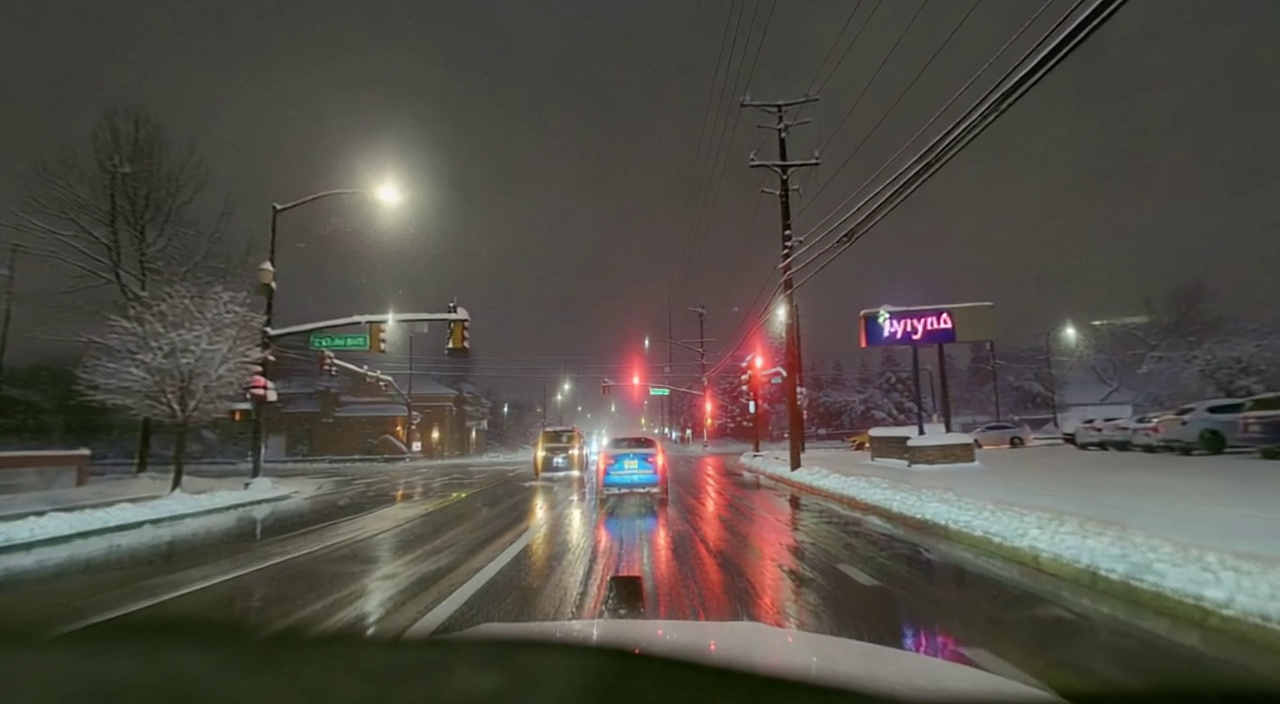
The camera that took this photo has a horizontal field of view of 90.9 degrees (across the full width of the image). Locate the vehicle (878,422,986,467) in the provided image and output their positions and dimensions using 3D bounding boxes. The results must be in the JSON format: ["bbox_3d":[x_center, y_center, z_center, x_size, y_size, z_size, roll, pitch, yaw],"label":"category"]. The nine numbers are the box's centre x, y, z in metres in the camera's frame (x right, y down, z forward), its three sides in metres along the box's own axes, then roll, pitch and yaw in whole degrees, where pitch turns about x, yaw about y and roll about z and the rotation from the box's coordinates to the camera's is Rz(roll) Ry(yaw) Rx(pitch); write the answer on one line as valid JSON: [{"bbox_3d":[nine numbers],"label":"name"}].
[{"bbox_3d":[10.410,3.361,22.877,1.888,1.455,4.268,0,-8,0],"label":"vehicle"}]

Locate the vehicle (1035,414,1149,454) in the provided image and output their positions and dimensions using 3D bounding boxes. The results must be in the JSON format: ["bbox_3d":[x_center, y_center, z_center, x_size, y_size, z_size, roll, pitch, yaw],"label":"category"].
[{"bbox_3d":[18.614,3.401,25.949,4.446,1.511,1.977,4,-10,-29],"label":"vehicle"}]

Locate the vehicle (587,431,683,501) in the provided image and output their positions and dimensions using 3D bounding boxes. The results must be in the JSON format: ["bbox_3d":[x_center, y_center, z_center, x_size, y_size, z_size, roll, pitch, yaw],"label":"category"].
[{"bbox_3d":[-0.185,2.770,15.727,2.070,1.481,4.216,0,-8,-2],"label":"vehicle"}]

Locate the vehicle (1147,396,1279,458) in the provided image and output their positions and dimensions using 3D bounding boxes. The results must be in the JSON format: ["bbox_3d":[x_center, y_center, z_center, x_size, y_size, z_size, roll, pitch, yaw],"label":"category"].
[{"bbox_3d":[19.299,2.454,20.705,4.261,1.752,2.151,1,-11,-23],"label":"vehicle"}]

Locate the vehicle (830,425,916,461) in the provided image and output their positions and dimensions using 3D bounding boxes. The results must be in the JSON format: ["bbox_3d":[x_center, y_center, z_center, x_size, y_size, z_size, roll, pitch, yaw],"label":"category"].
[{"bbox_3d":[10.532,4.176,28.885,1.842,1.471,4.481,1,-8,-6],"label":"vehicle"}]

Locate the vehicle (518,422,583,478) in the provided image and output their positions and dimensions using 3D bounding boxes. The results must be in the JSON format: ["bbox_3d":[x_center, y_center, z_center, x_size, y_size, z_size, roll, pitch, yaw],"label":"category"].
[{"bbox_3d":[-3.182,3.570,23.131,2.106,1.852,4.512,1,-8,-6],"label":"vehicle"}]
